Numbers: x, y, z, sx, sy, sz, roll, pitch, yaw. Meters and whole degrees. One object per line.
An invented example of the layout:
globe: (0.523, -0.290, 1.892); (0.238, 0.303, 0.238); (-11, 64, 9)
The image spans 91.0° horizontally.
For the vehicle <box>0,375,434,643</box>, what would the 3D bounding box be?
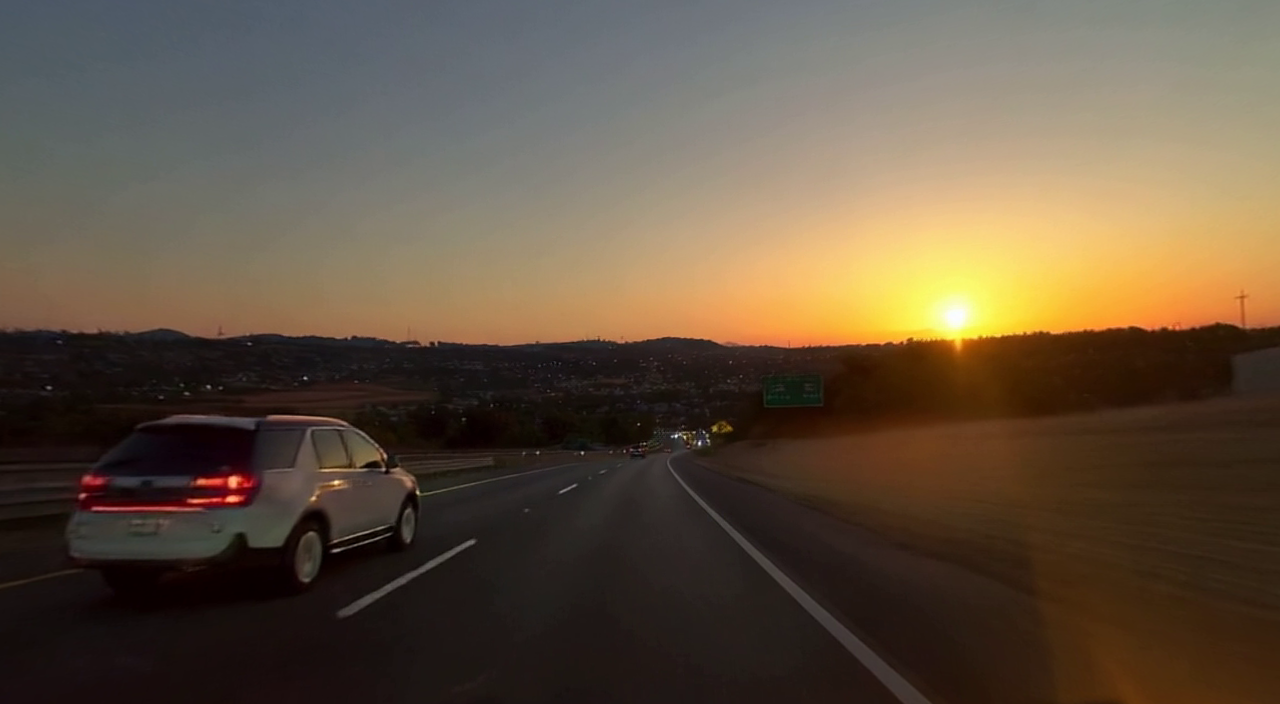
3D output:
vehicle: (-4.107, 1.400, 6.632); (2.193, 1.771, 4.757); (0, -9, 1)
